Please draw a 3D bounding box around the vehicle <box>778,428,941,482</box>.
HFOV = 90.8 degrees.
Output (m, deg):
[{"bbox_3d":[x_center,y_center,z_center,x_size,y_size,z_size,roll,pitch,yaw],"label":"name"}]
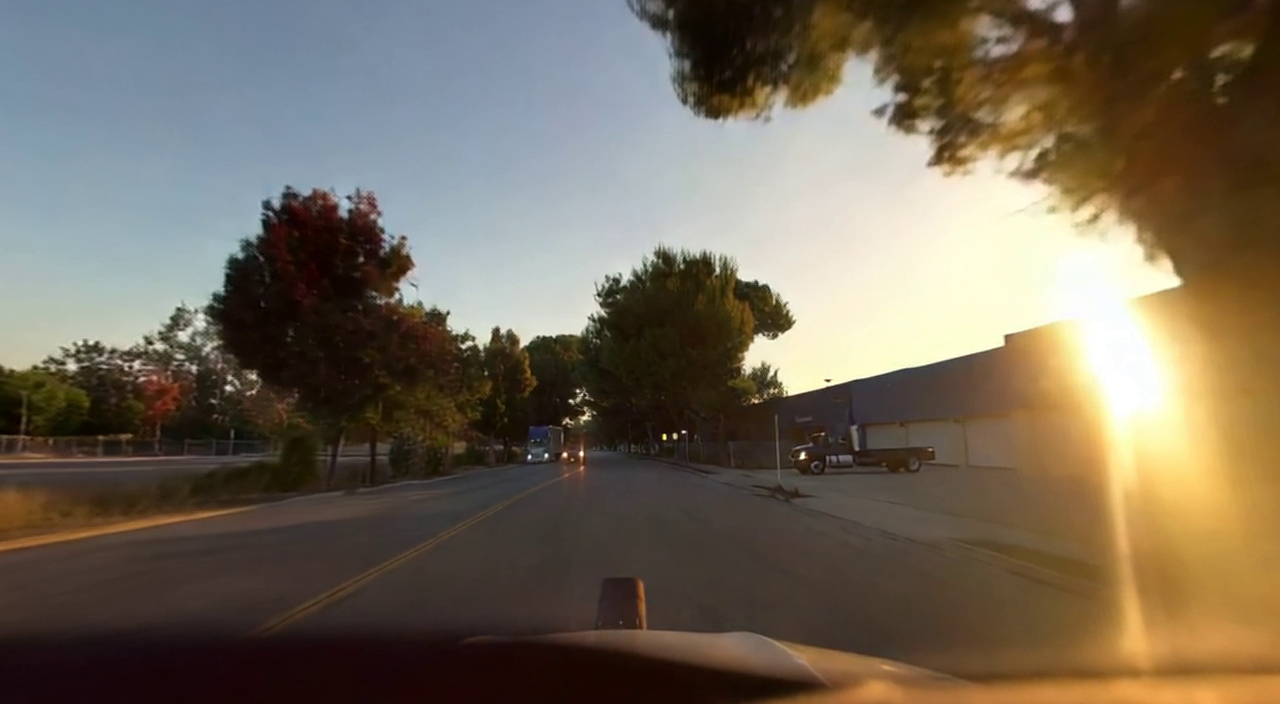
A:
[{"bbox_3d":[10.912,5.175,31.877,7.188,2.416,2.528,-1,-9,-3],"label":"vehicle"}]
